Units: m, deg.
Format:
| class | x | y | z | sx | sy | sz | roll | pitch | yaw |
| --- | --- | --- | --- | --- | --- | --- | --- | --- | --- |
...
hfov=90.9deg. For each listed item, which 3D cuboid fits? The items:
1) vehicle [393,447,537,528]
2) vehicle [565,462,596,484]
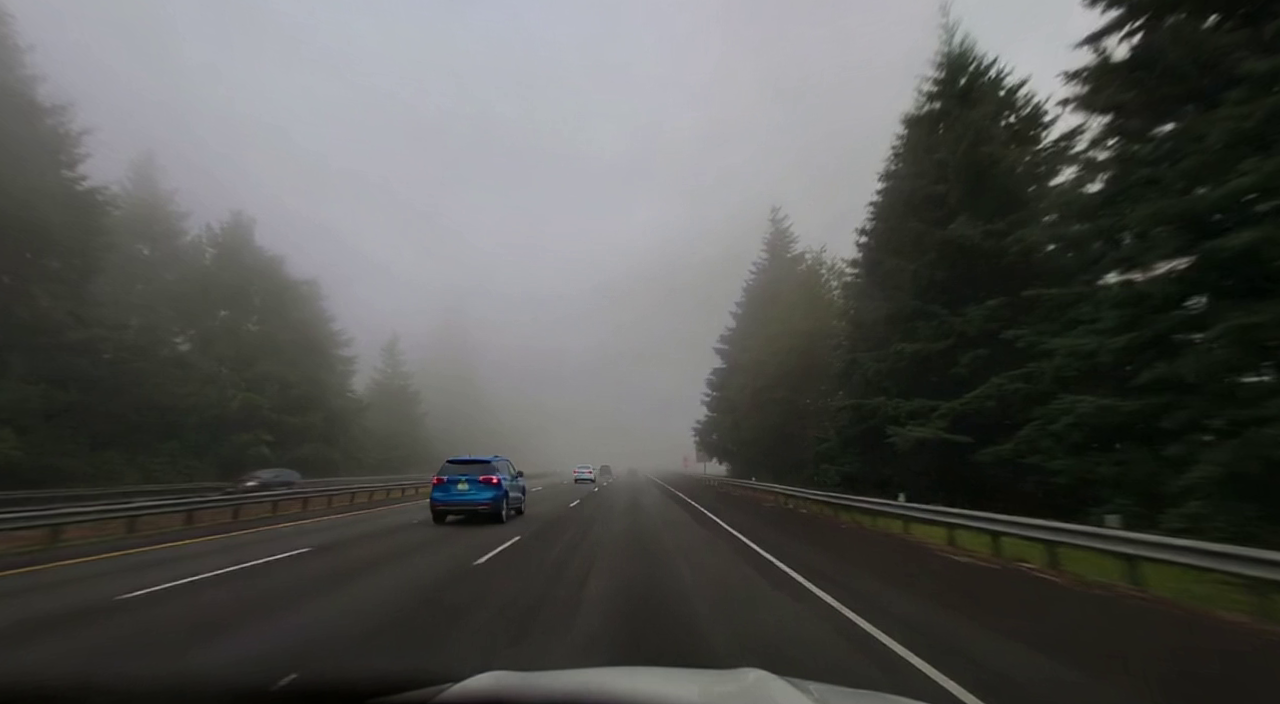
| class | x | y | z | sx | sy | sz | roll | pitch | yaw |
| --- | --- | --- | --- | --- | --- | --- | --- | --- | --- |
| vehicle | -3.895 | 3.143 | 14.959 | 2.068 | 1.592 | 4.479 | 0 | -10 | 0 |
| vehicle | -4.332 | 8.943 | 46.680 | 1.900 | 1.469 | 4.106 | 1 | -10 | 0 |
